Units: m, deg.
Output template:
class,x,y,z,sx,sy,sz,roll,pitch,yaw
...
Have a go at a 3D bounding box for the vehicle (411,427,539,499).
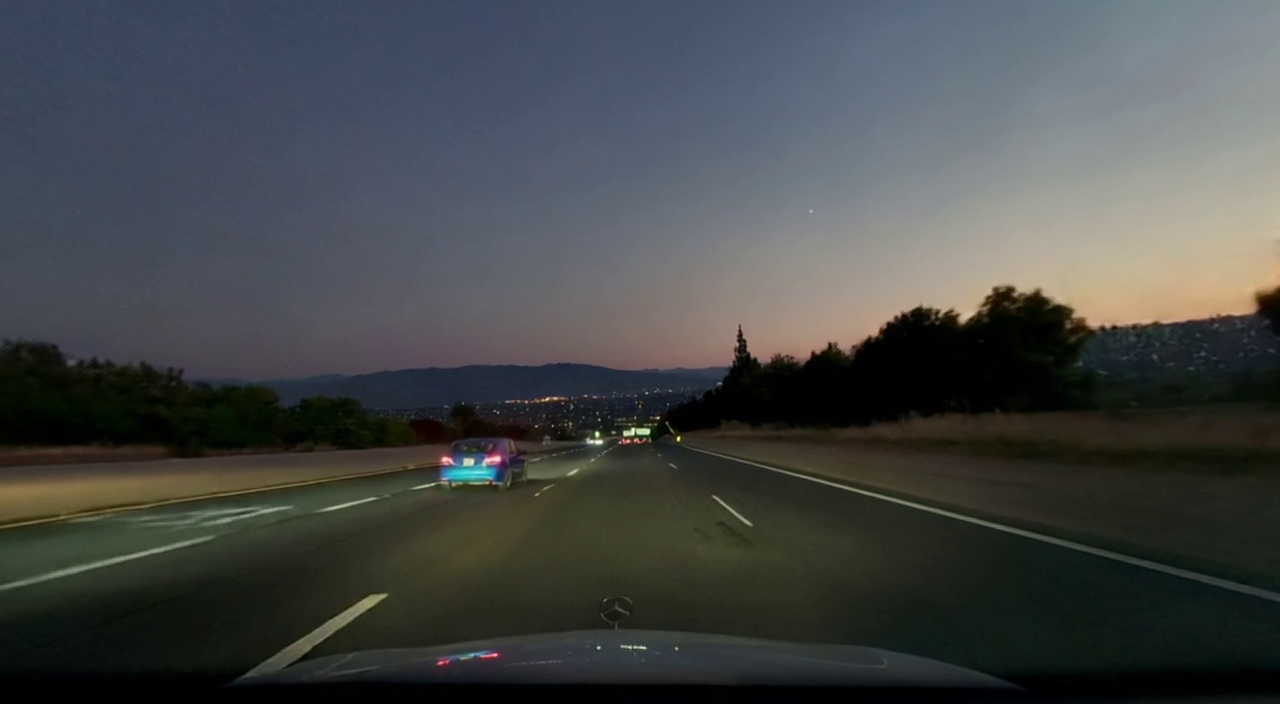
class,x,y,z,sx,sy,sz,roll,pitch,yaw
vehicle,-3.874,2.666,15.660,2.026,1.517,4.325,0,-8,0
